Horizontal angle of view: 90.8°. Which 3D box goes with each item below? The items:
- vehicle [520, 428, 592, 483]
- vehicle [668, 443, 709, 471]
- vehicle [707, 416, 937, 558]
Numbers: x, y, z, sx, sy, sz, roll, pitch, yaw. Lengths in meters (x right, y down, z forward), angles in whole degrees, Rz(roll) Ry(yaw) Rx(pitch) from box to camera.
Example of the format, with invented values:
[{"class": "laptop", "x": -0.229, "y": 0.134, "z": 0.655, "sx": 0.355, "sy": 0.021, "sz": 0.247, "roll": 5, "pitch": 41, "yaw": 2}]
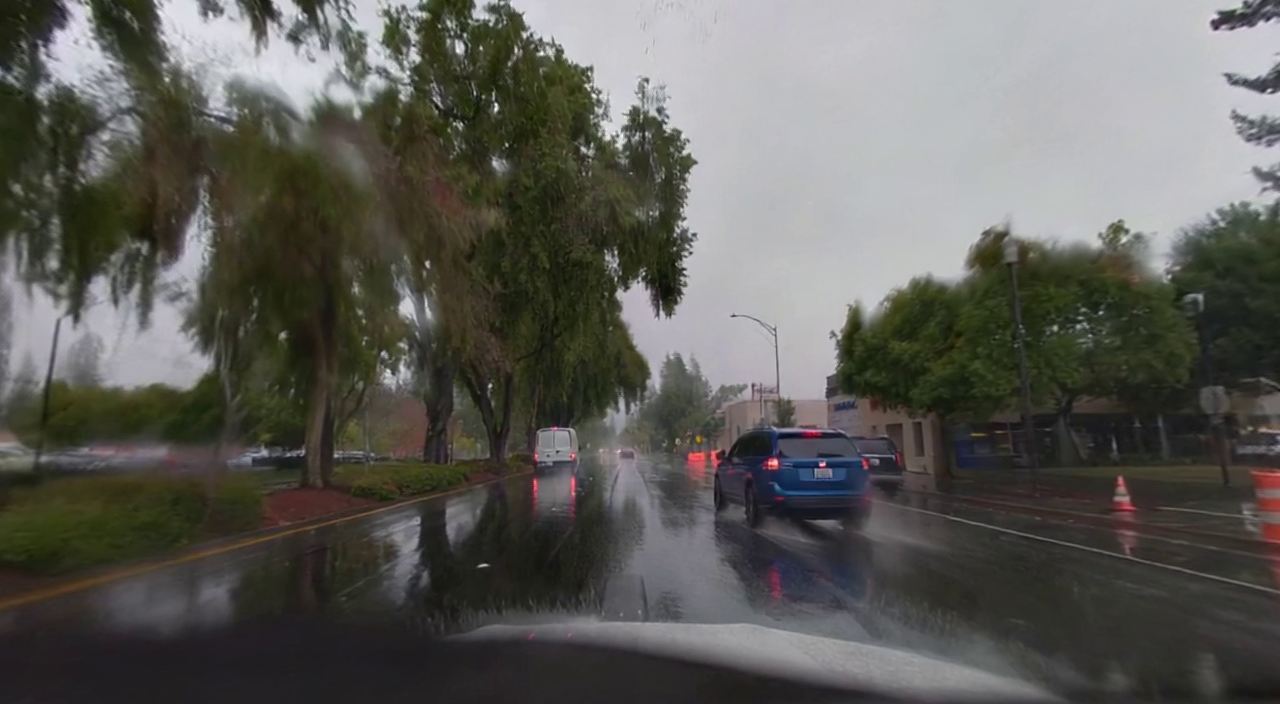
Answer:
[{"class": "vehicle", "x": -3.373, "y": 4.334, "z": 26.706, "sx": 2.357, "sy": 2.063, "sz": 5.488, "roll": 0, "pitch": -9, "yaw": -1}, {"class": "vehicle", "x": 2.799, "y": 6.204, "z": 37.545, "sx": 1.953, "sy": 1.509, "sz": 4.186, "roll": 0, "pitch": -9, "yaw": -2}, {"class": "vehicle", "x": 2.466, "y": 1.969, "z": 9.915, "sx": 2.168, "sy": 1.725, "sz": 4.192, "roll": 0, "pitch": -9, "yaw": -3}]
